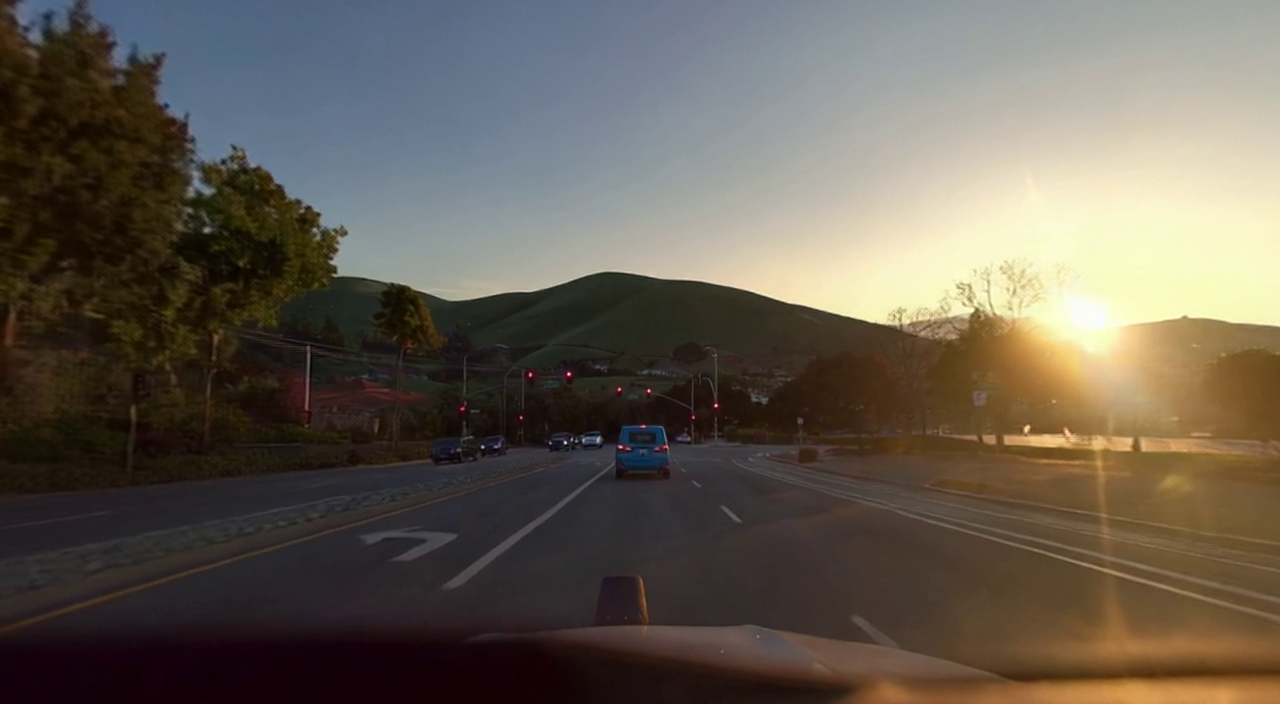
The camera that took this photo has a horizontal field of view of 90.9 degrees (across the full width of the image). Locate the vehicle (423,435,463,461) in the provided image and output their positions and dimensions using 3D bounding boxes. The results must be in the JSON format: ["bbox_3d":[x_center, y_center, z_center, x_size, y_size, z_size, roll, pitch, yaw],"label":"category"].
[{"bbox_3d":[-12.020,5.898,38.731,1.991,1.469,4.596,2,-9,-13],"label":"vehicle"}]

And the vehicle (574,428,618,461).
[{"bbox_3d":[-2.480,5.346,36.550,2.131,1.783,4.540,0,-8,1],"label":"vehicle"}]

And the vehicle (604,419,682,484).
[{"bbox_3d":[0.105,3.117,19.942,2.185,1.822,4.391,0,-8,1],"label":"vehicle"}]
